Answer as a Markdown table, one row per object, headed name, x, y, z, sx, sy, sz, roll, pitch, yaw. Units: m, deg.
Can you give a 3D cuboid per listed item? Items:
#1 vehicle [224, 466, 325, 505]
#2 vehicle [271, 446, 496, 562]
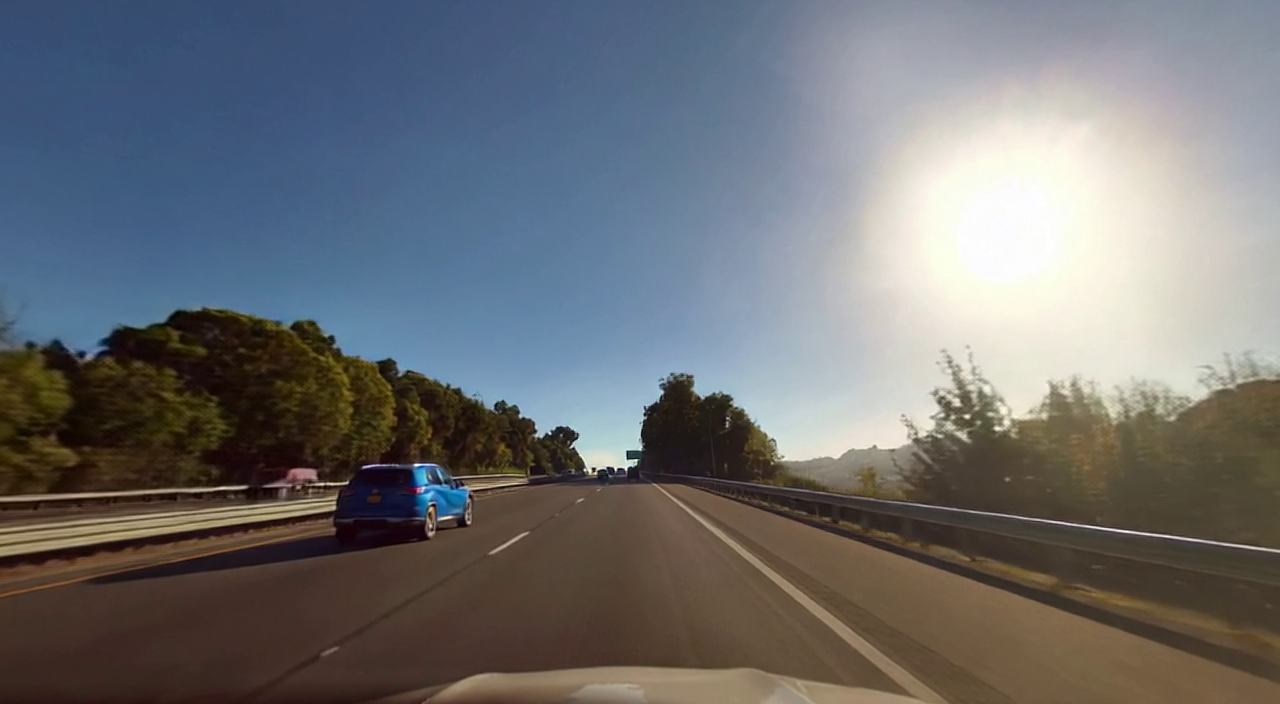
| name | x | y | z | sx | sy | sz | roll | pitch | yaw |
| --- | --- | --- | --- | --- | --- | --- | --- | --- | --- |
| vehicle | -15.645 | 5.736 | 27.280 | 1.856 | 1.480 | 4.381 | 1 | -11 | -2 |
| vehicle | -3.959 | 2.454 | 10.651 | 2.017 | 1.516 | 4.041 | 1 | -11 | 1 |
